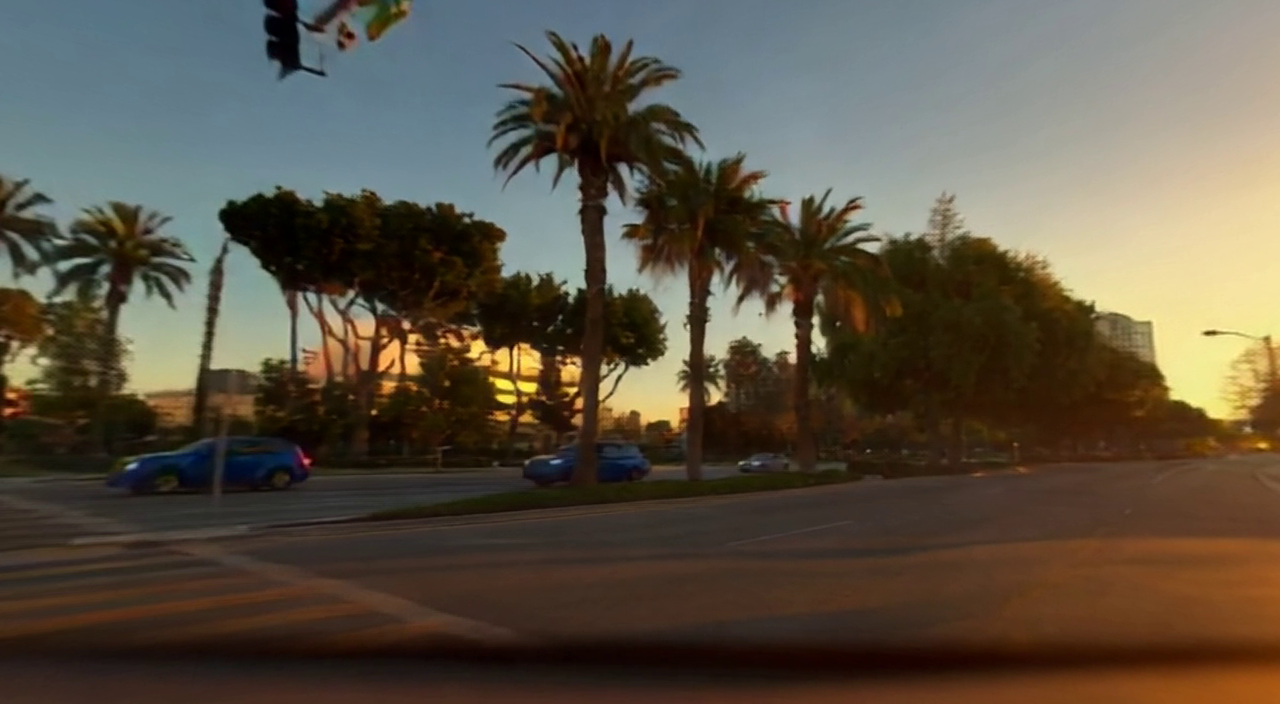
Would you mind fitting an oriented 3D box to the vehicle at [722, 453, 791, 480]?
[{"bbox_3d":[7.268,7.002,38.726,1.915,1.490,4.763,-8,-12,42],"label":"vehicle"}]

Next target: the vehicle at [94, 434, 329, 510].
[{"bbox_3d":[-11.527,3.185,17.229,2.050,1.751,4.820,-7,-11,39],"label":"vehicle"}]

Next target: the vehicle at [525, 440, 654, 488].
[{"bbox_3d":[-2.112,4.960,28.190,2.273,1.890,5.841,-8,-11,41],"label":"vehicle"}]
